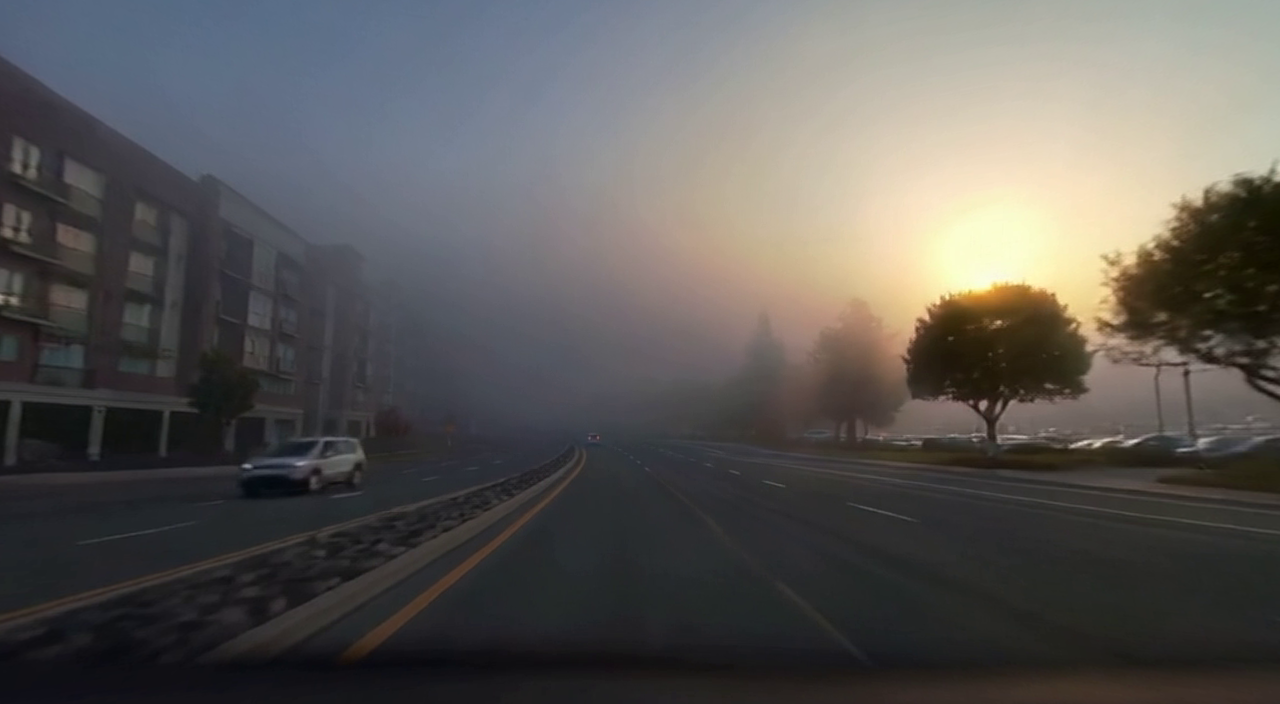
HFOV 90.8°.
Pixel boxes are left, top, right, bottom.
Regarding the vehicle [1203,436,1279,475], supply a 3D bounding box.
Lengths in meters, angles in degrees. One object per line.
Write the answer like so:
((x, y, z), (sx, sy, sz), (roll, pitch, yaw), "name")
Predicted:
((26.840, 4.316, 26.517), (4.442, 1.557, 1.924), (0, -9, 1), "vehicle")

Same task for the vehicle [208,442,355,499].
((-10.548, 3.496, 19.038), (1.963, 1.518, 4.278), (0, -9, -1), "vehicle")
